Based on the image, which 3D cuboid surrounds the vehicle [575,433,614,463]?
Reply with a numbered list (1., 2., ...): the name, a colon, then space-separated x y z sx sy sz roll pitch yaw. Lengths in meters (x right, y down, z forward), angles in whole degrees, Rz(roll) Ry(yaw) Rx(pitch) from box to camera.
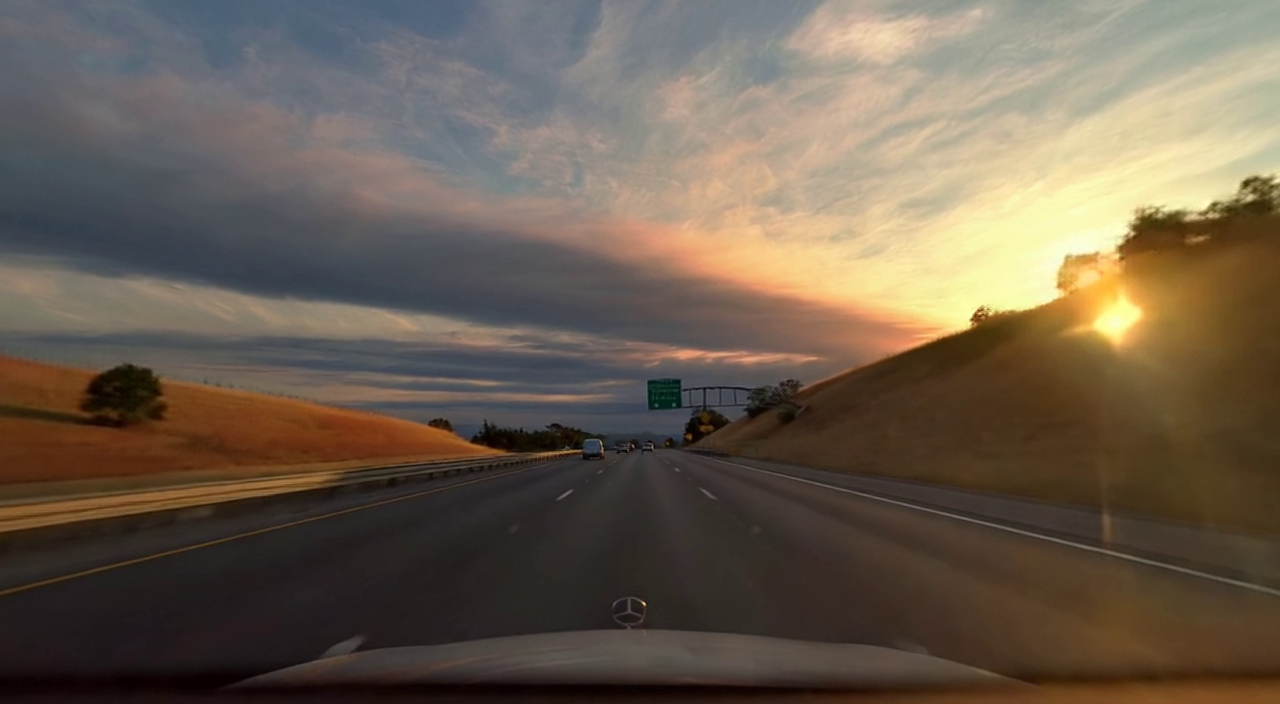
1. vehicle: -3.206 6.903 45.137 2.286 2.011 4.452 0 -8 2
